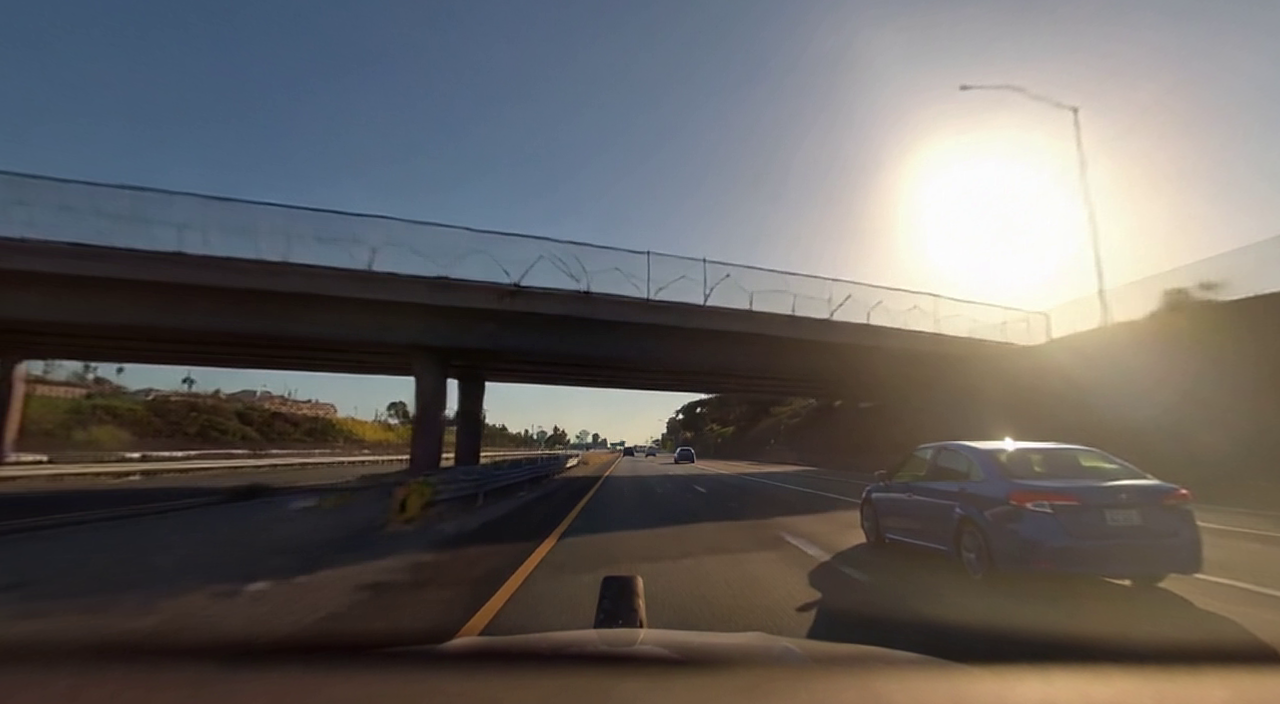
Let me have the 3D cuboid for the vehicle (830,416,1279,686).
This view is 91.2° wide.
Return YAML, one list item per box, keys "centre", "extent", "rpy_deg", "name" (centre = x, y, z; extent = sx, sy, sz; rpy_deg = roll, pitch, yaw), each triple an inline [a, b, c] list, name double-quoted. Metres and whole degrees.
- centre: [3.518, 1.538, 6.008]
  extent: [2.002, 1.604, 4.265]
  rpy_deg: [0, -9, -1]
  name: "vehicle"
